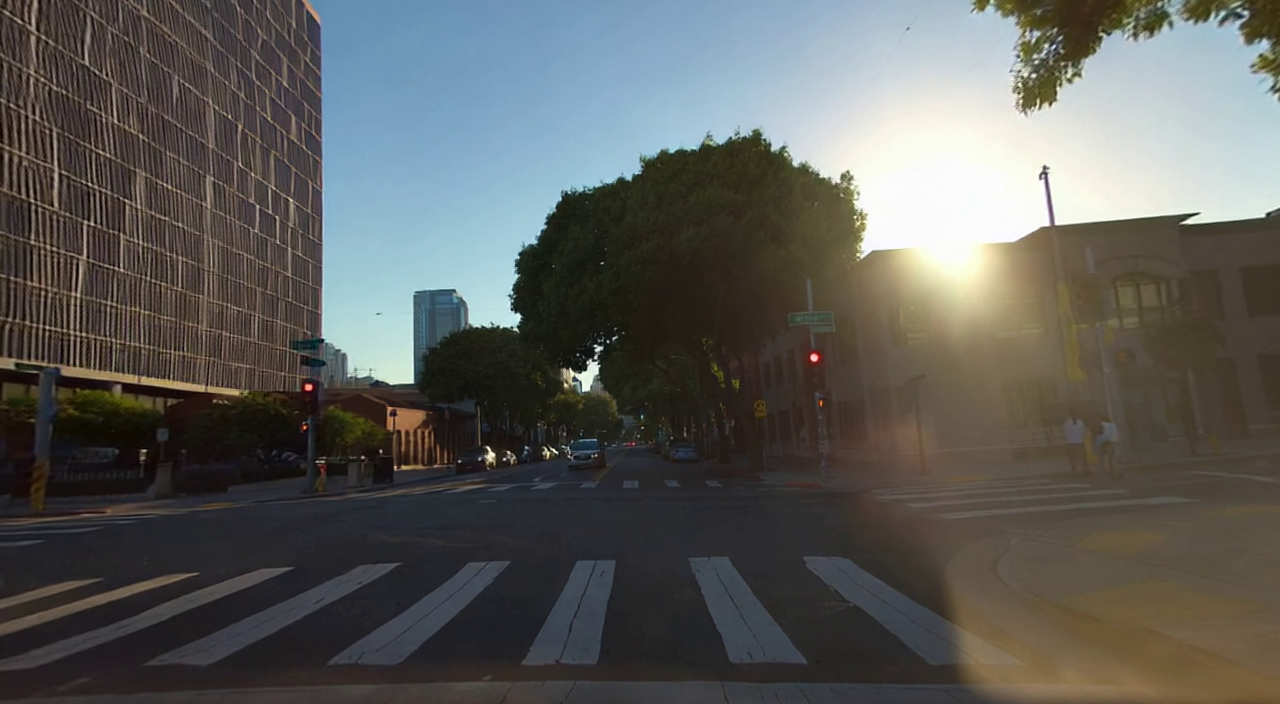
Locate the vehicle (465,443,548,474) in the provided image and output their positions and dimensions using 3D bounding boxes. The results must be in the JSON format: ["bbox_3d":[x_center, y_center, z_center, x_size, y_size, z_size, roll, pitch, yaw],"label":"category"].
[{"bbox_3d":[-8.000,6.350,38.022,4.526,1.726,1.963,8,-12,-44],"label":"vehicle"}]

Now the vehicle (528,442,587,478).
[{"bbox_3d":[-3.648,4.841,28.655,1.989,1.481,4.500,0,-8,1],"label":"vehicle"}]

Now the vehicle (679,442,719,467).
[{"bbox_3d":[3.566,6.273,38.867,1.853,1.426,4.160,1,-8,-3],"label":"vehicle"}]
